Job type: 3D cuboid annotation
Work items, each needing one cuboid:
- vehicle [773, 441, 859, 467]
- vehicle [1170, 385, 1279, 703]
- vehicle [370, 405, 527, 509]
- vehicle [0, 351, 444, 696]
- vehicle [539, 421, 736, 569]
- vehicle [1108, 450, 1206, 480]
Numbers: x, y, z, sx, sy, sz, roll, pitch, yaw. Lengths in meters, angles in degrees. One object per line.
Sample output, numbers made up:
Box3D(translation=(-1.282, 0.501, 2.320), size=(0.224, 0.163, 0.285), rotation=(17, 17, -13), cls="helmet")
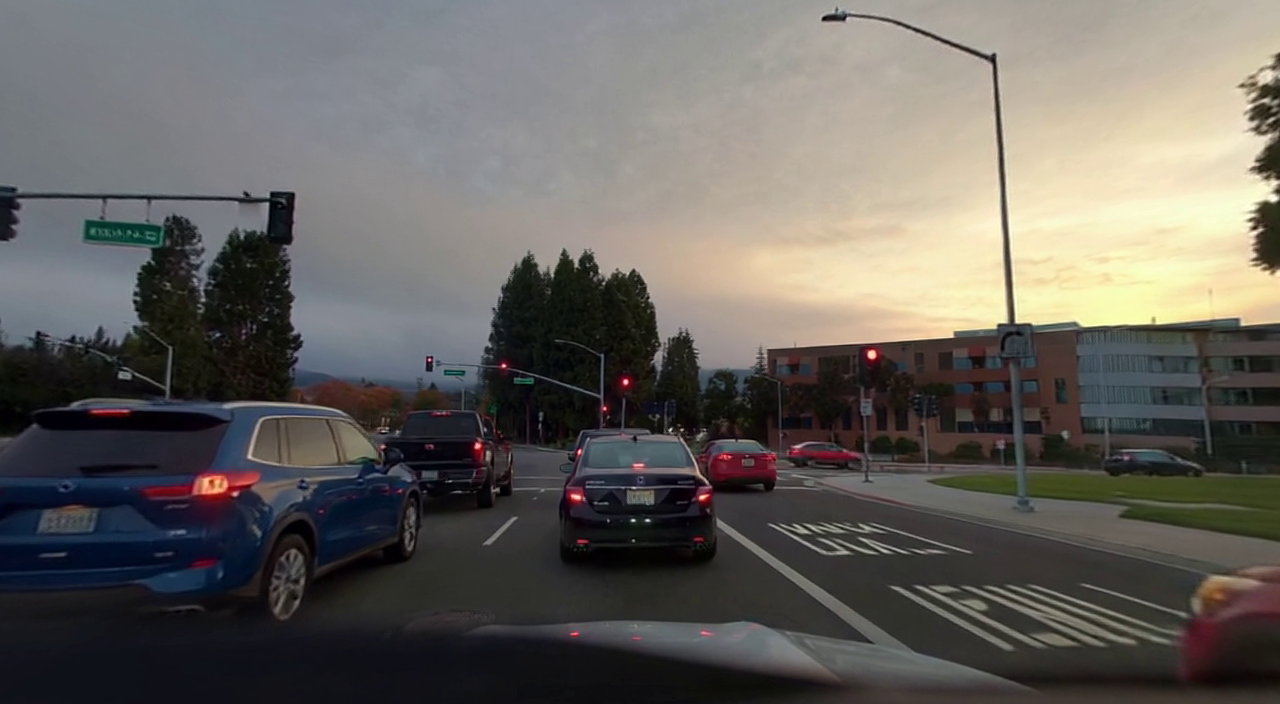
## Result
Box3D(translation=(10.721, 6.212, 38.674), size=(4.609, 1.513, 1.861), rotation=(1, -9, -7), cls="vehicle")
Box3D(translation=(3.315, 0.588, 0.246), size=(2.100, 1.524, 4.746), rotation=(0, -8, 0), cls="vehicle")
Box3D(translation=(-4.178, 2.433, 15.007), size=(2.305, 1.984, 5.586), rotation=(0, -8, -4), cls="vehicle")
Box3D(translation=(-3.267, 1.179, 5.441), size=(1.924, 1.737, 4.387), rotation=(0, -8, -3), cls="vehicle")
Box3D(translation=(-0.169, 1.778, 8.703), size=(2.001, 1.483, 4.442), rotation=(0, -8, -4), cls="vehicle")
Box3D(translation=(32.456, 7.081, 39.762), size=(4.394, 1.802, 1.924), rotation=(0, -8, 1), cls="vehicle")
